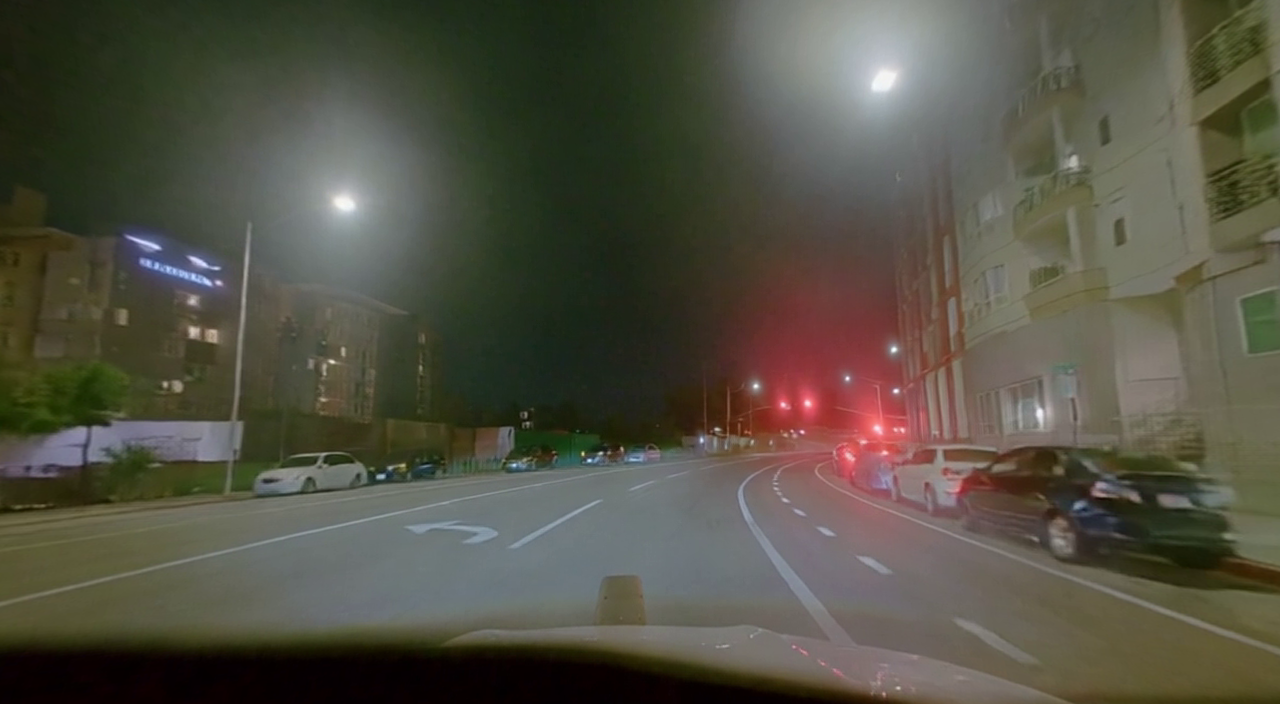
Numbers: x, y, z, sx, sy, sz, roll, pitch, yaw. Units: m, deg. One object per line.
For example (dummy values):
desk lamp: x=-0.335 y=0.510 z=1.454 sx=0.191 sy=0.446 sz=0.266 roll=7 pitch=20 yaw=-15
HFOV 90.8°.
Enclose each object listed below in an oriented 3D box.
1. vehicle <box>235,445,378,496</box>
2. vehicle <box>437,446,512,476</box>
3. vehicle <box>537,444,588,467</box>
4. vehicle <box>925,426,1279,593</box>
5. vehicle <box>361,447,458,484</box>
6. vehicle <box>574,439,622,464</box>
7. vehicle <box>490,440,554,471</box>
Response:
vehicle: x=-11.070 y=3.937 z=21.428 sx=1.882 sy=1.508 sz=4.476 roll=-1 pitch=-8 yaw=9
vehicle: x=-8.702 y=5.738 z=33.642 sx=1.811 sy=1.459 sz=4.702 roll=-2 pitch=-9 yaw=13
vehicle: x=-5.335 y=7.227 z=44.254 sx=1.830 sy=1.497 sz=4.436 roll=-3 pitch=-9 yaw=18
vehicle: x=5.576 y=1.778 z=8.151 sx=1.977 sy=1.497 sz=4.680 roll=-1 pitch=-8 yaw=5
vehicle: x=-10.015 y=4.923 z=27.885 sx=1.841 sy=1.444 sz=4.554 roll=-2 pitch=-8 yaw=11
vehicle: x=-3.251 y=7.807 z=49.784 sx=2.083 sy=1.882 sz=4.642 roll=-3 pitch=-9 yaw=19
vehicle: x=-7.112 y=6.279 z=38.699 sx=1.933 sy=1.759 sz=5.002 roll=-2 pitch=-9 yaw=13
